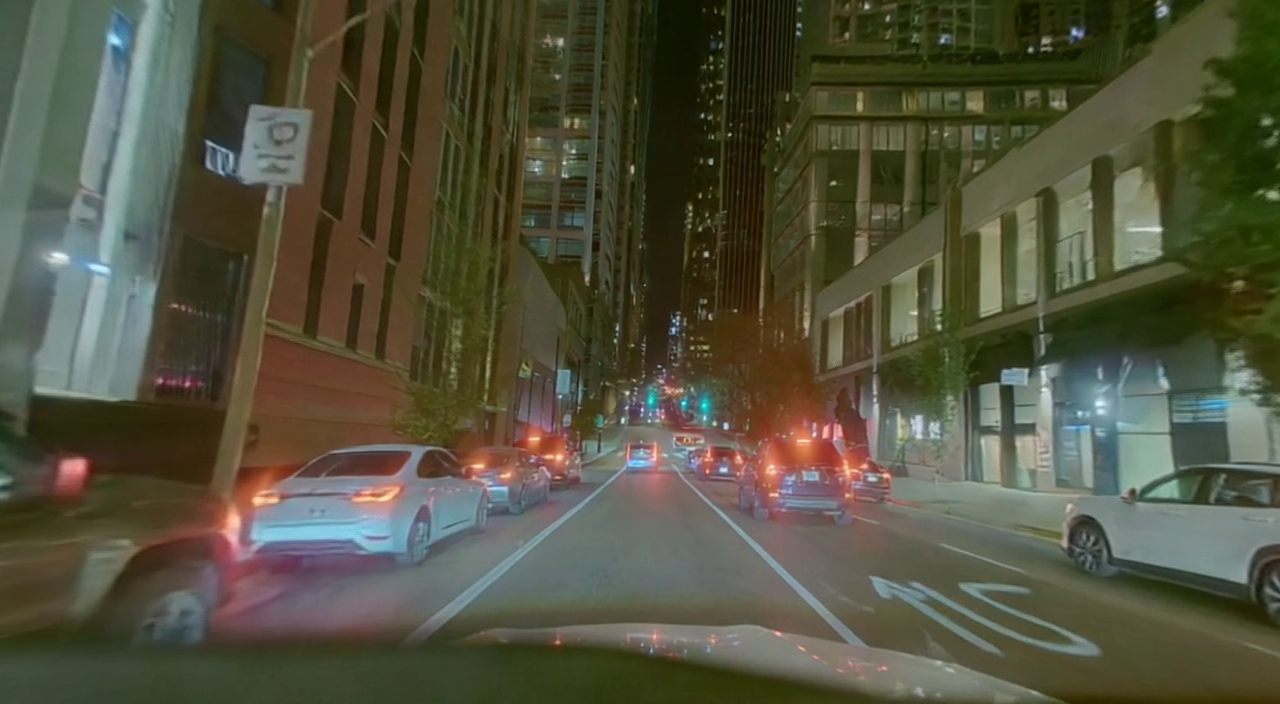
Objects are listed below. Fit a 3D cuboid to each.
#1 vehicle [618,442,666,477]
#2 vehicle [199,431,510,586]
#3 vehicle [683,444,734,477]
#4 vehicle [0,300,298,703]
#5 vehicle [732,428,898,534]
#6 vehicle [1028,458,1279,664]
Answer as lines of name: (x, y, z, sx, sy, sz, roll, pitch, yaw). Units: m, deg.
vehicle: (0.112, 4.833, 28.544, 2.007, 1.460, 3.923, 0, -8, 1)
vehicle: (-3.233, 1.838, 8.320, 1.863, 1.466, 4.416, 0, -8, 3)
vehicle: (3.288, 5.313, 30.963, 1.966, 1.475, 4.528, 0, -8, -1)
vehicle: (-3.413, 0.613, 1.477, 2.142, 1.832, 5.373, 0, -8, 0)
vehicle: (3.194, 2.452, 12.569, 2.002, 1.707, 4.547, 0, -8, 0)
vehicle: (6.302, 1.973, 6.536, 1.913, 1.624, 4.116, 0, -8, 1)
